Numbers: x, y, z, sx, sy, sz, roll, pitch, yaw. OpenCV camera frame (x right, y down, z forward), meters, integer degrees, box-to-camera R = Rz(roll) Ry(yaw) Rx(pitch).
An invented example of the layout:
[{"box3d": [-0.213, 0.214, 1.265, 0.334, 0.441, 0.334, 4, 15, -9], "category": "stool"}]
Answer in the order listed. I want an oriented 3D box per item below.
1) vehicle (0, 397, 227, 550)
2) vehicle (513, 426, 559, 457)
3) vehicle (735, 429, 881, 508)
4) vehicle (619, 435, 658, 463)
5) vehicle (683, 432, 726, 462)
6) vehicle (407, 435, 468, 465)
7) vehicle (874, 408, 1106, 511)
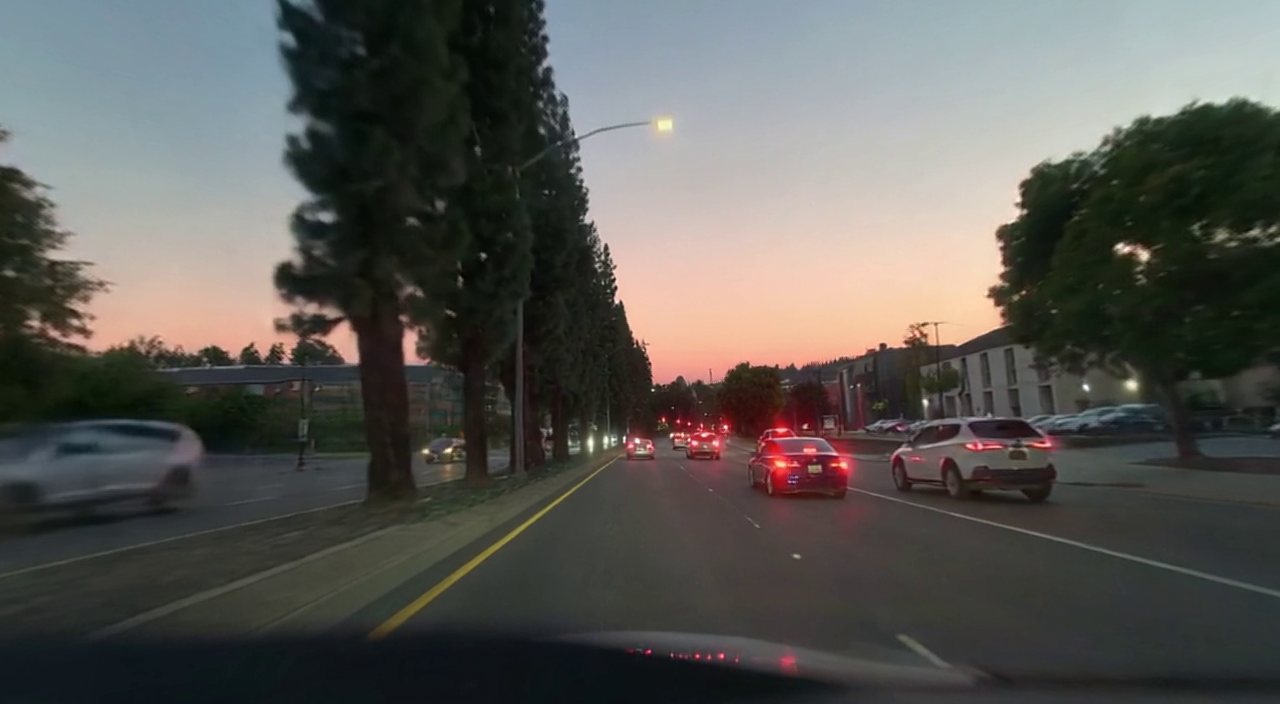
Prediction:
[{"box3d": [-8.418, 1.620, 8.697, 2.116, 1.747, 4.727, 0, -8, 0], "category": "vehicle"}, {"box3d": [-7.878, 6.879, 48.059, 2.396, 2.216, 5.698, 0, -8, 2], "category": "vehicle"}, {"box3d": [3.535, 2.558, 14.258, 2.010, 1.490, 4.639, 0, -8, 0], "category": "vehicle"}, {"box3d": [-0.099, 5.559, 35.927, 2.111, 1.506, 4.018, 0, -8, 0], "category": "vehicle"}, {"box3d": [3.907, 5.834, 38.710, 2.130, 1.718, 4.310, 0, -8, -1], "category": "vehicle"}, {"box3d": [-11.511, 5.599, 36.003, 1.952, 1.576, 4.409, 0, -8, 1], "category": "vehicle"}, {"box3d": [7.293, 2.323, 13.931, 2.188, 1.840, 5.050, 0, -8, 0], "category": "vehicle"}]
